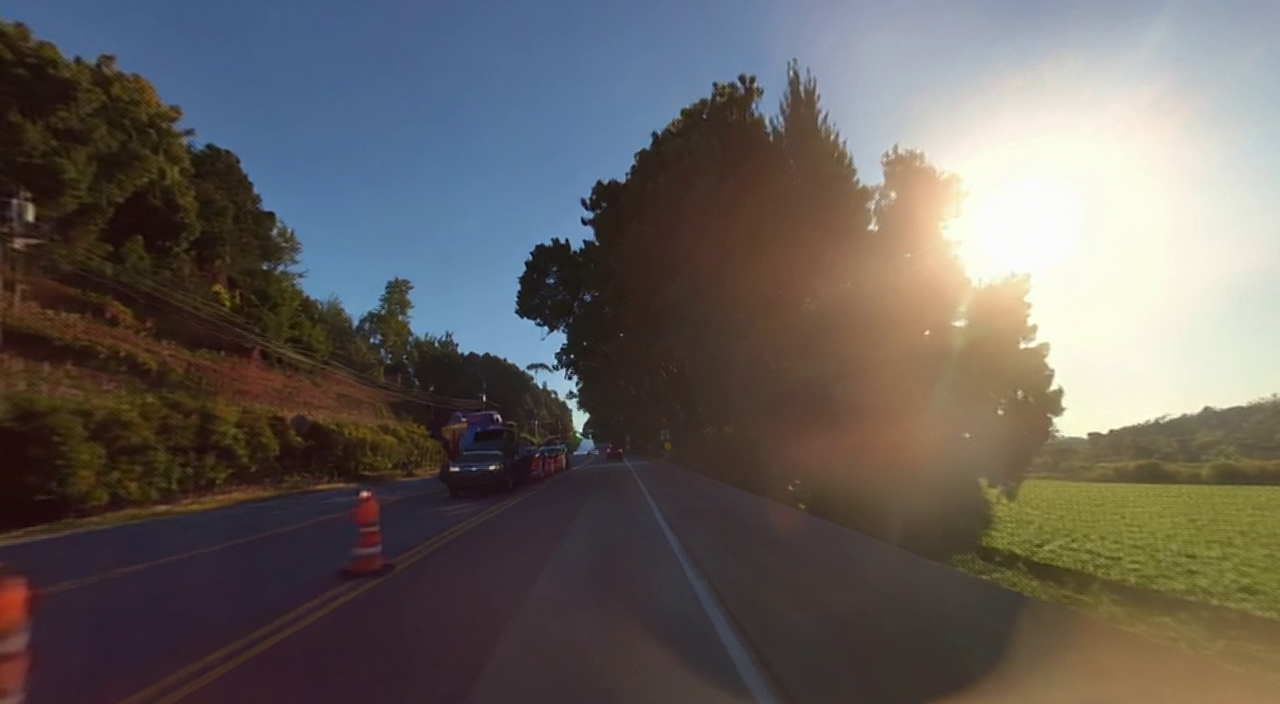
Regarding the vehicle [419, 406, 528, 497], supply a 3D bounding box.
[{"bbox_3d":[-4.954,3.036,19.514,2.380,2.488,4.028,0,-8,-2],"label":"vehicle"}]
